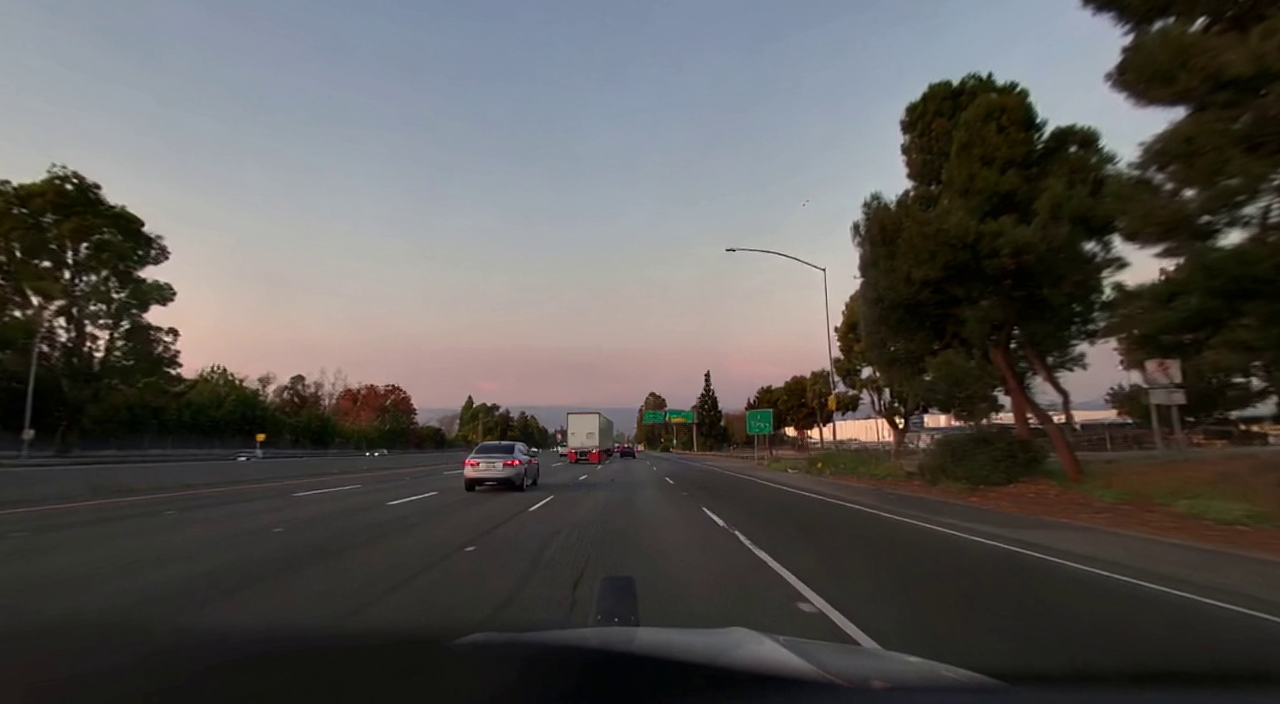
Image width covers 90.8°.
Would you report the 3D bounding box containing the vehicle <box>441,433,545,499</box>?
[{"bbox_3d":[-4.101,3.250,18.378,2.033,1.669,4.112,0,-9,0],"label":"vehicle"}]
